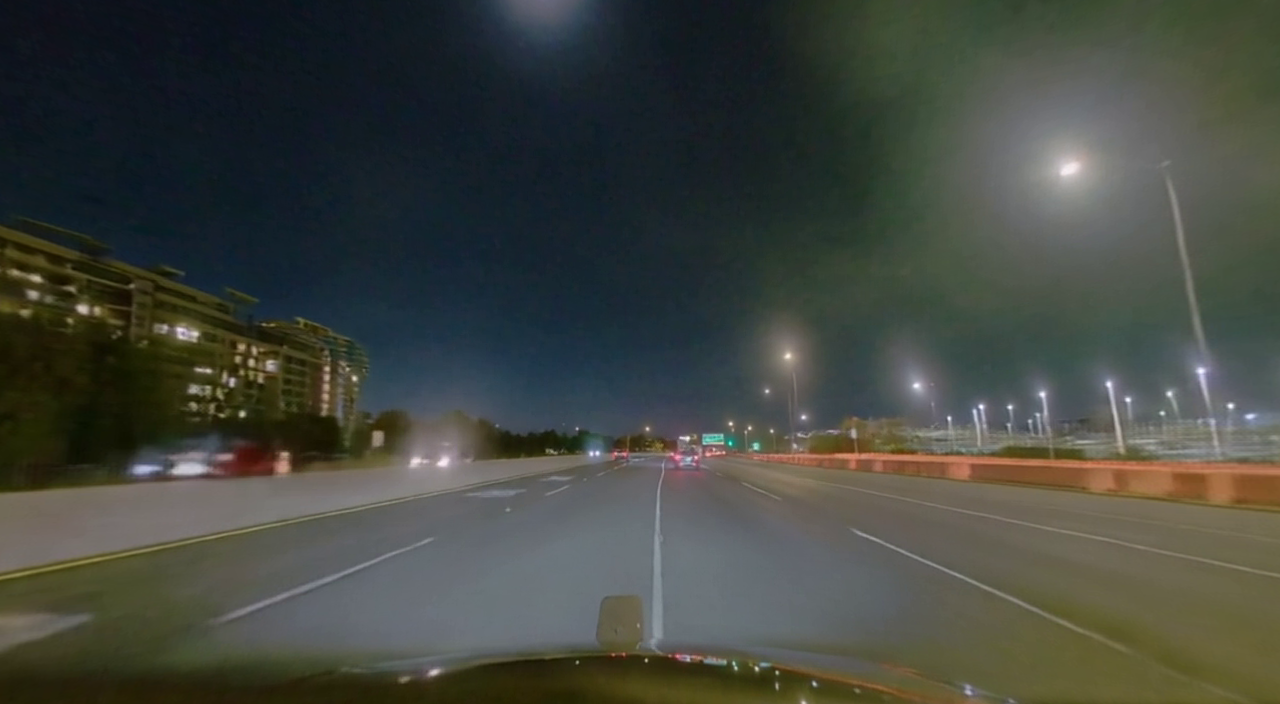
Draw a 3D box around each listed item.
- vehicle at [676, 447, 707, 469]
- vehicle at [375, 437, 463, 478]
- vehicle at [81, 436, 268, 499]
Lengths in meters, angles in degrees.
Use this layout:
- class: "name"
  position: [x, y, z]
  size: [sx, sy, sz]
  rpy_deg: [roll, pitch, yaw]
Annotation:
- class: "vehicle"
  position: [3.706, 7.739, 46.192]
  size: [1.974, 1.557, 4.479]
  rpy_deg: [0, -9, 1]
- class: "vehicle"
  position: [-9.940, 4.795, 28.768]
  size: [2.064, 1.708, 4.688]
  rpy_deg: [0, -9, 3]
- class: "vehicle"
  position: [-14.349, 3.578, 19.924]
  size: [1.966, 1.742, 4.926]
  rpy_deg: [0, -9, 3]
